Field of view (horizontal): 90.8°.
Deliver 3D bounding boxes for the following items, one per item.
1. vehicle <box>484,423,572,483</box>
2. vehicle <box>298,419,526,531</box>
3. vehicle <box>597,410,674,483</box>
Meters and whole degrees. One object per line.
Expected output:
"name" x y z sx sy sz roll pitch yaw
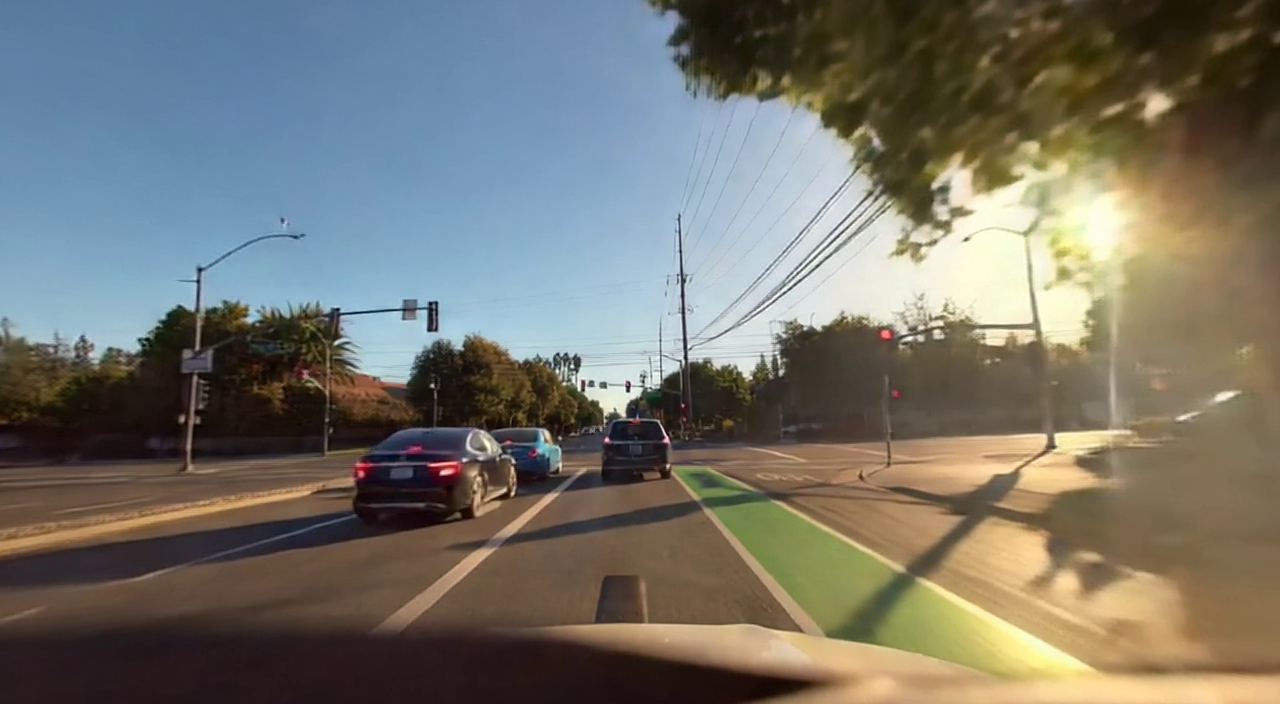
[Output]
"vehicle" -3.067 2.858 18.044 1.726 1.506 3.840 0 -8 1
"vehicle" -3.560 1.967 11.226 2.138 1.488 5.327 1 -7 -1
"vehicle" -0.162 2.876 19.320 2.036 1.885 5.196 1 -8 -1
